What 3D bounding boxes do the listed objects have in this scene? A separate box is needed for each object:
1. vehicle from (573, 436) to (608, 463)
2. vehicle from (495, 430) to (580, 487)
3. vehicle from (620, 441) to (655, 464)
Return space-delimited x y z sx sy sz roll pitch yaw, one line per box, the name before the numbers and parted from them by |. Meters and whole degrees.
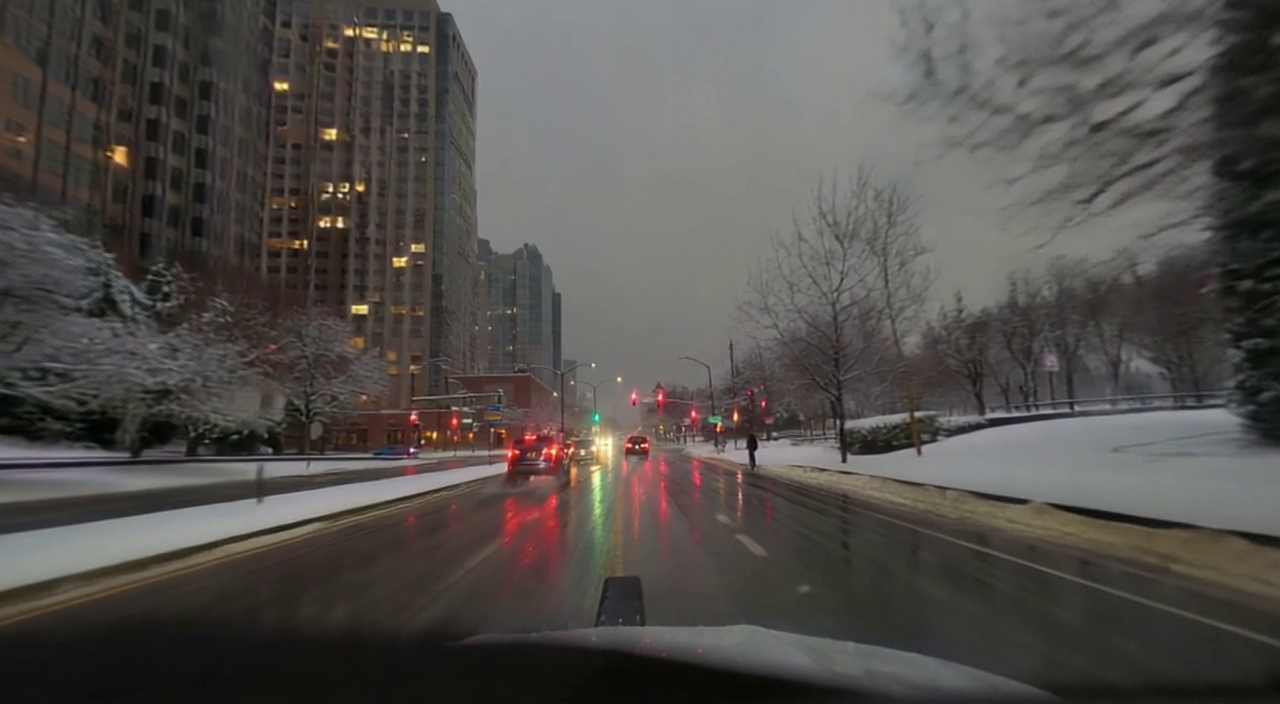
vehicle | -3.490 6.982 45.349 2.152 1.802 4.628 0 -8 0
vehicle | -3.350 3.573 21.566 2.116 1.725 4.315 0 -8 1
vehicle | -0.144 6.433 40.585 2.095 1.438 3.843 0 -8 0
